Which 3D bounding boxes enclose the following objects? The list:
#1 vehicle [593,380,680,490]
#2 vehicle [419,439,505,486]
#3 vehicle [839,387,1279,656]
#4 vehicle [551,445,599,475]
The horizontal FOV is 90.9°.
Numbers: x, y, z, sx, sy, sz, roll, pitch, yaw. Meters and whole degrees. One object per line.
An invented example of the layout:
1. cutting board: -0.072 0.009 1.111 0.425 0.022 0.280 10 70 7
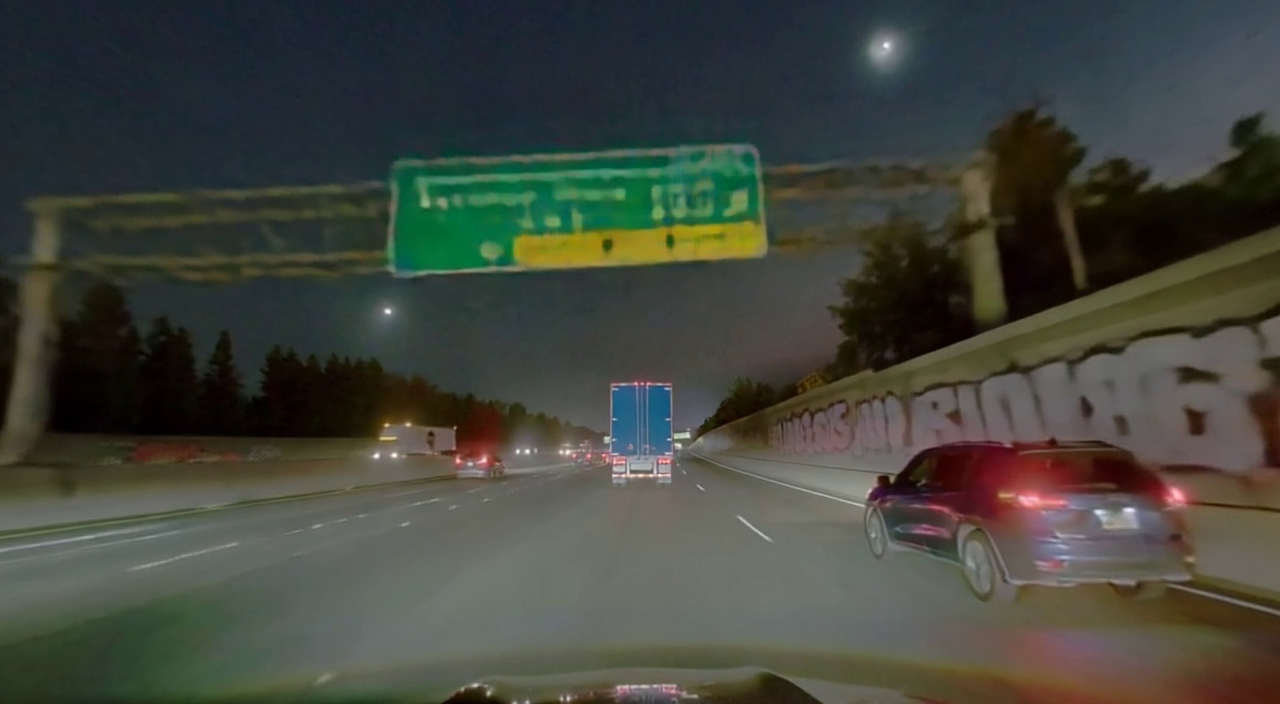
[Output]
1. vehicle: -0.082 3.539 26.082 2.915 3.661 9.741 0 -9 0
2. vehicle: -6.660 4.188 24.102 2.005 1.607 4.042 0 -9 1
3. vehicle: 3.816 1.411 6.263 2.205 1.689 4.403 0 -9 0
4. vehicle: -3.377 5.731 33.637 2.020 1.505 4.171 0 -9 1
